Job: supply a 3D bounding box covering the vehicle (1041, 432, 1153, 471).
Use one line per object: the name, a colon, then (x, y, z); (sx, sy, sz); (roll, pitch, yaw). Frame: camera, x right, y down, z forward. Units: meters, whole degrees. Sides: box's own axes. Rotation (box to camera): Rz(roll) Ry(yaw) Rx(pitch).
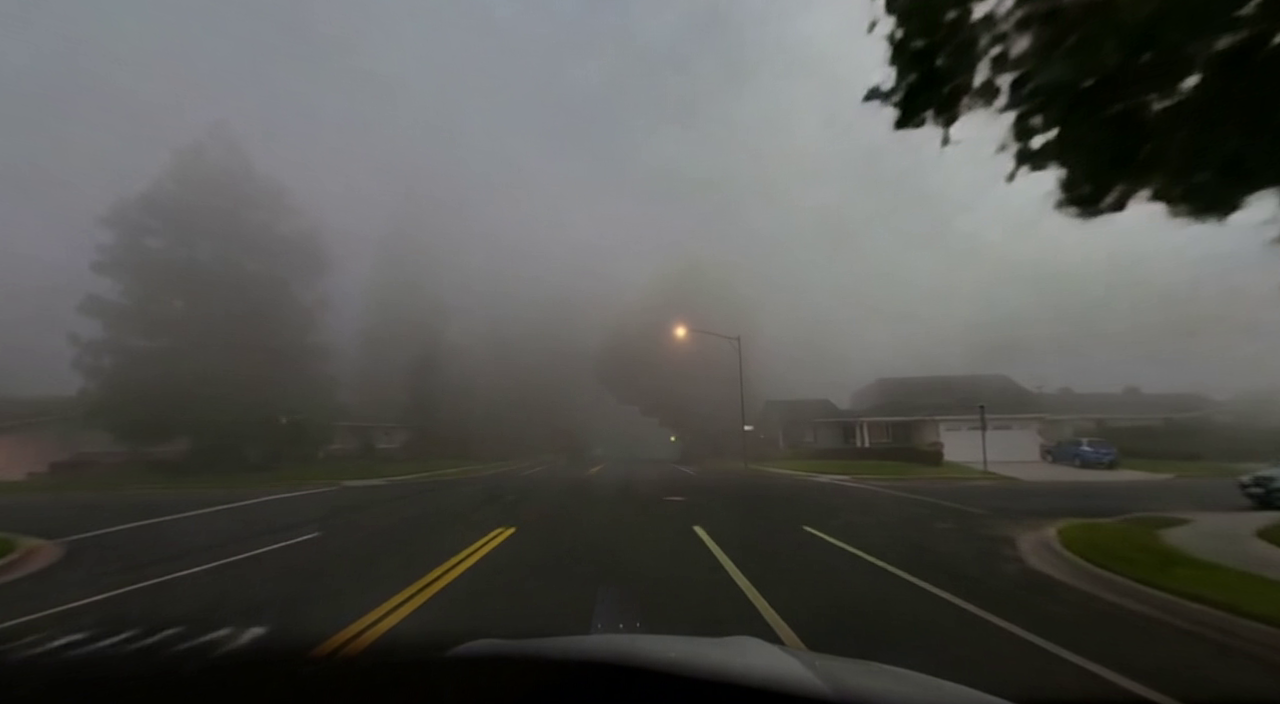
vehicle: (22.992, 4.973, 32.039); (1.879, 1.584, 4.761); (1, -5, -5)
